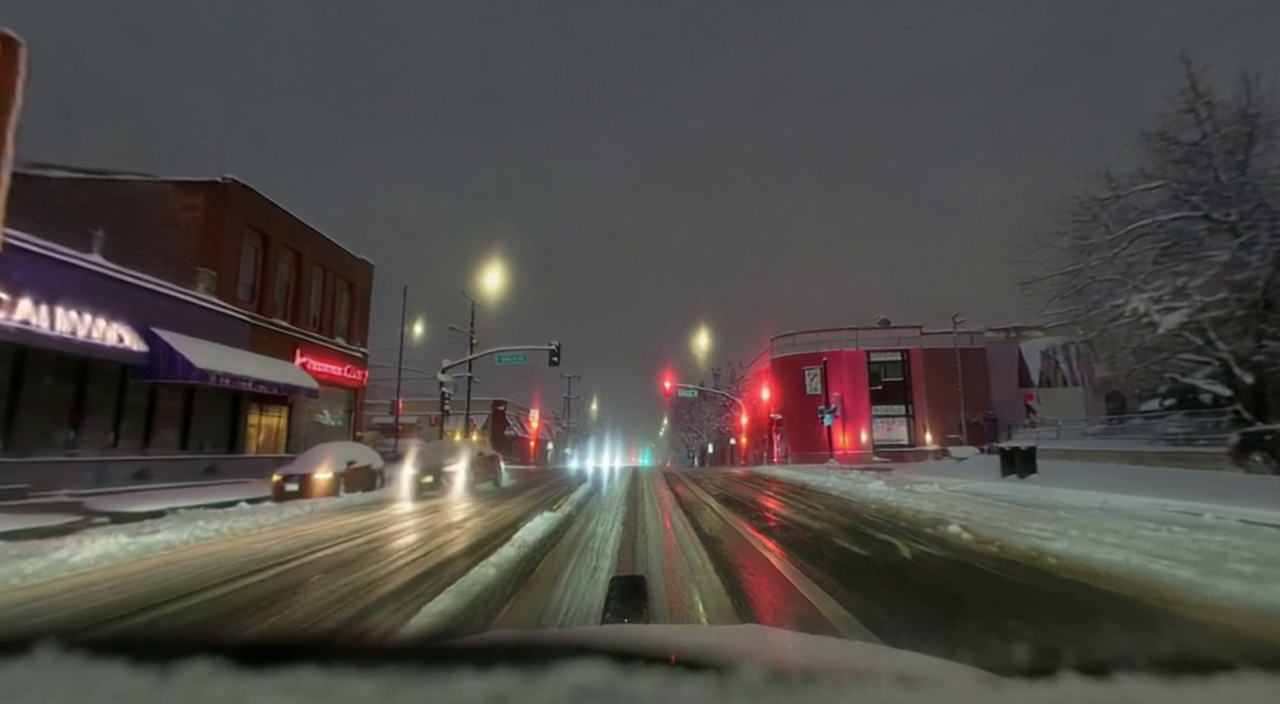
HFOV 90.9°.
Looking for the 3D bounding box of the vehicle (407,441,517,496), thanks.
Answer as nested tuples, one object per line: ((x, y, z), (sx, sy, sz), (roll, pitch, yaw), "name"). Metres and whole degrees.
((-5.341, 3.527, 19.578), (1.984, 1.489, 4.515), (0, -8, 2), "vehicle")

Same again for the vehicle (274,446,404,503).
((-9.194, 3.736, 19.756), (1.908, 1.529, 4.522), (0, -8, -1), "vehicle")
